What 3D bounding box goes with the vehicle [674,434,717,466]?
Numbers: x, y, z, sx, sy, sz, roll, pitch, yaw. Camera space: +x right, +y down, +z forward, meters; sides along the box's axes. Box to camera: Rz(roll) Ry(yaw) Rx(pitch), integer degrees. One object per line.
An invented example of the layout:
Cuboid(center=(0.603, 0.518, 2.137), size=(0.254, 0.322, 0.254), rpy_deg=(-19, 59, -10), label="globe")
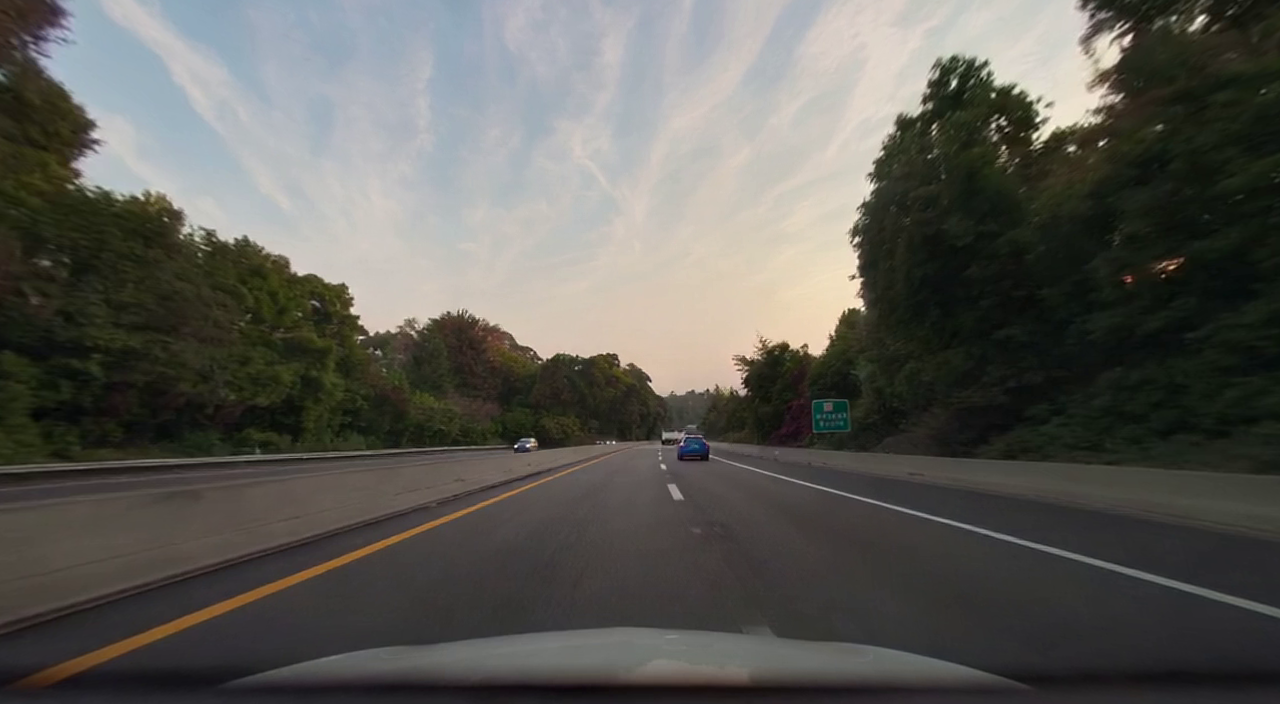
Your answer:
Cuboid(center=(3.064, 5.496, 35.433), size=(2.022, 1.663, 4.245), rpy_deg=(-1, -8, 0), label="vehicle")
